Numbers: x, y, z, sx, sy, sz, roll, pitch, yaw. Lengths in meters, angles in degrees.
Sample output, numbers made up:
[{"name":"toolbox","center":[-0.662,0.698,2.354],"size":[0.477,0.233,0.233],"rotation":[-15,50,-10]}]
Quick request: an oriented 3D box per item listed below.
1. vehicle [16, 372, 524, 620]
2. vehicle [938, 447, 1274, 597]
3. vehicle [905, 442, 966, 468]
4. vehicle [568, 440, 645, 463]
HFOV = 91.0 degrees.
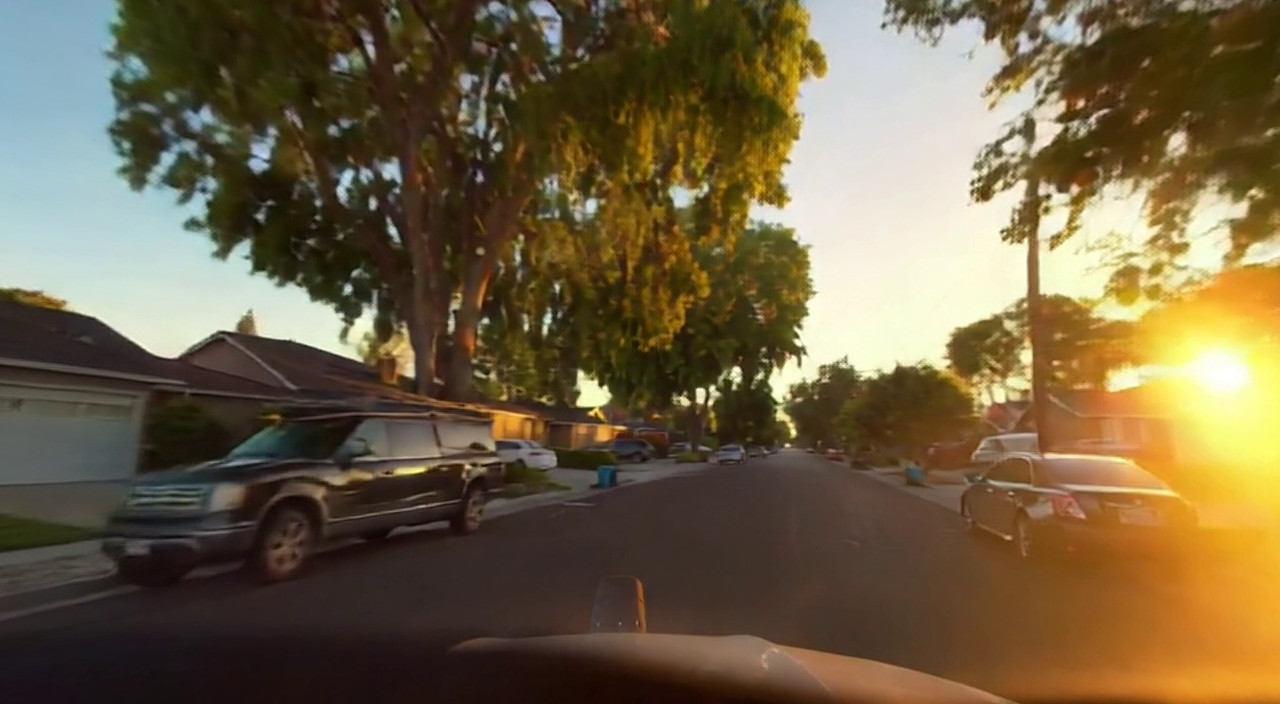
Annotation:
[{"name":"vehicle","center":[-3.921,1.686,8.610],"size":[2.337,2.084,6.088],"rotation":[-3,-9,13]},{"name":"vehicle","center":[5.779,2.052,8.733],"size":[1.959,1.431,4.647],"rotation":[-2,-8,13]},{"name":"vehicle","center":[20.913,7.294,44.688],"size":[3.647,1.784,1.650],"rotation":[-3,-8,16]},{"name":"vehicle","center":[-2.324,6.925,43.901],"size":[4.977,1.558,2.079],"rotation":[-2,-8,14]}]
